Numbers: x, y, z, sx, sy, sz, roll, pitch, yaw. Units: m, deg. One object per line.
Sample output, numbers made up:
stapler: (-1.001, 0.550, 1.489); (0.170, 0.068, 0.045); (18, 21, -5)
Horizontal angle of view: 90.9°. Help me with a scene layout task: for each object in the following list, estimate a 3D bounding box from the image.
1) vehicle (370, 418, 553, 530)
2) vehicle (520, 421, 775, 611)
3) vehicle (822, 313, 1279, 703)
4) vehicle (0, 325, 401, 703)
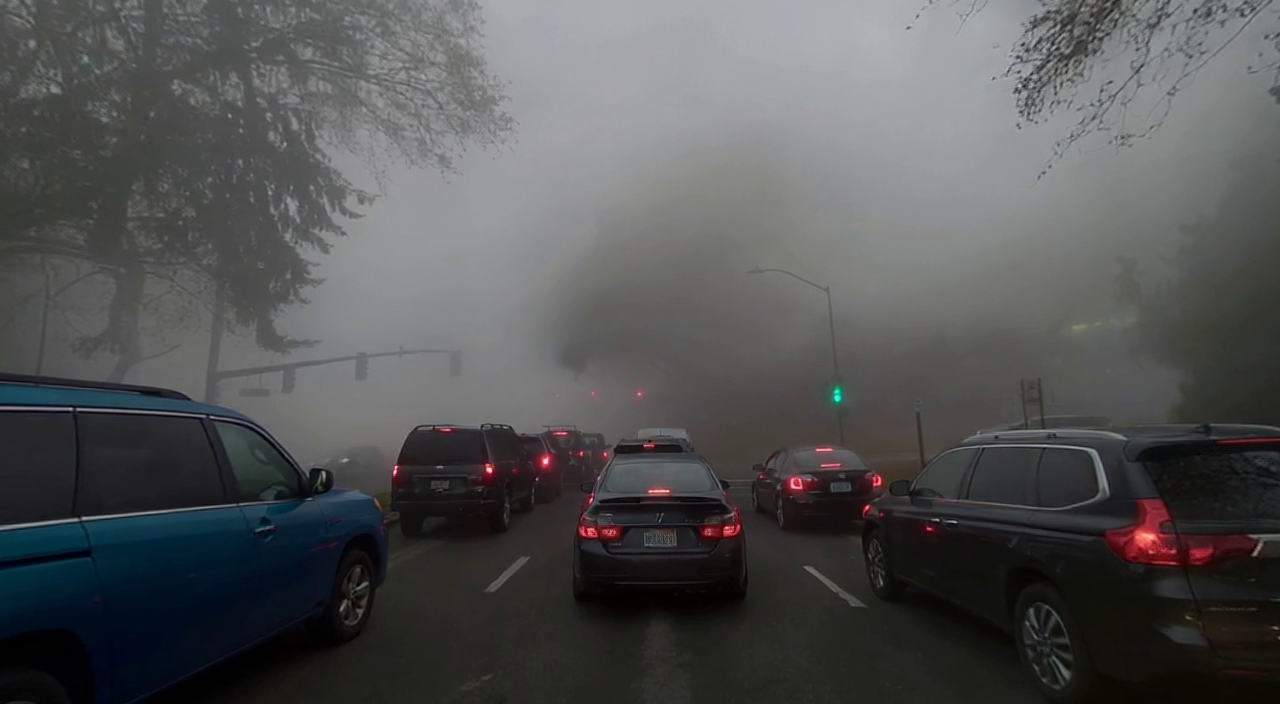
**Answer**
vehicle: (-3.179, 2.300, 12.448); (2.117, 1.772, 4.619); (0, -8, 2)
vehicle: (0.022, 1.598, 7.051); (2.021, 1.490, 3.948); (0, -8, -1)
vehicle: (3.218, 1.100, 4.733); (2.141, 1.833, 4.704); (0, -8, -2)
vehicle: (-3.123, 0.955, 3.309); (1.982, 1.721, 4.261); (0, -8, 1)
